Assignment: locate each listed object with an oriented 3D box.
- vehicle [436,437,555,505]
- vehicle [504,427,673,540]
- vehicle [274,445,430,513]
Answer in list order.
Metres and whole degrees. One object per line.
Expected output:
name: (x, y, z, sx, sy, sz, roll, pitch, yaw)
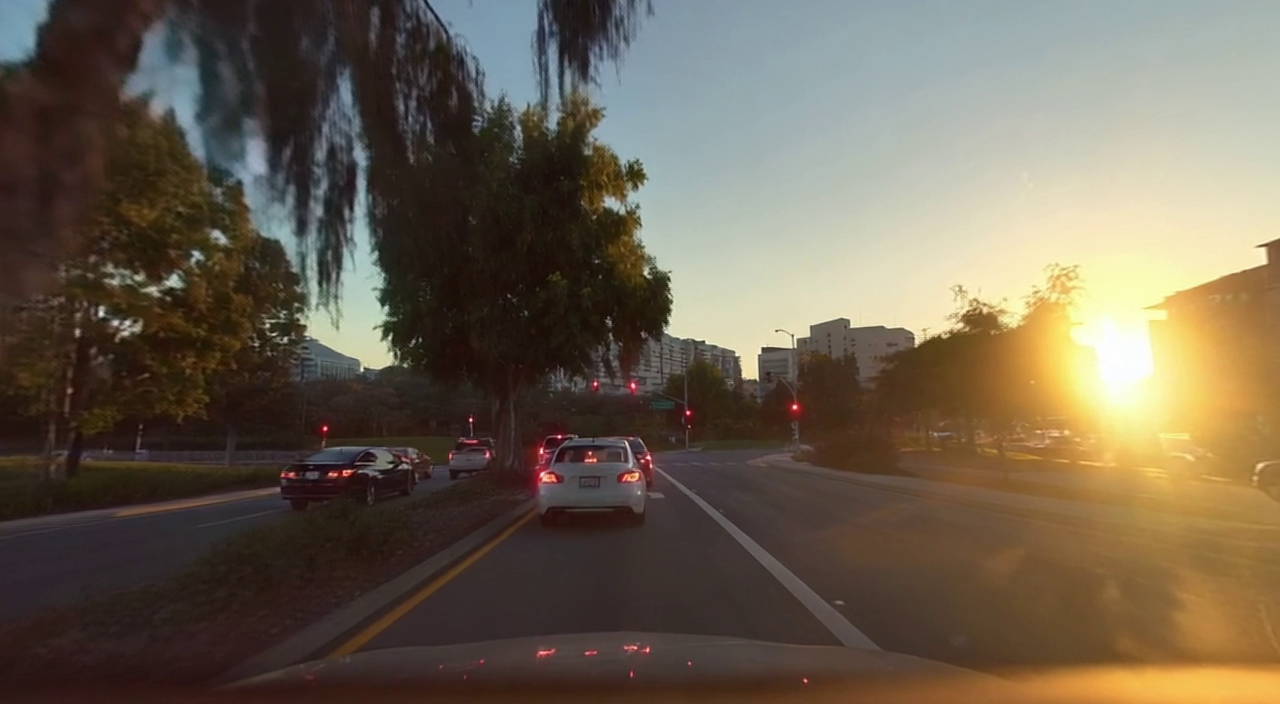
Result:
vehicle: (-3.511, 2.979, 16.296, 1.920, 1.480, 4.549, 0, -9, 1)
vehicle: (-0.703, 2.075, 10.639, 2.231, 1.481, 4.489, 0, -9, -1)
vehicle: (-7.030, 3.111, 16.053, 1.852, 1.458, 4.422, 0, -9, 0)
